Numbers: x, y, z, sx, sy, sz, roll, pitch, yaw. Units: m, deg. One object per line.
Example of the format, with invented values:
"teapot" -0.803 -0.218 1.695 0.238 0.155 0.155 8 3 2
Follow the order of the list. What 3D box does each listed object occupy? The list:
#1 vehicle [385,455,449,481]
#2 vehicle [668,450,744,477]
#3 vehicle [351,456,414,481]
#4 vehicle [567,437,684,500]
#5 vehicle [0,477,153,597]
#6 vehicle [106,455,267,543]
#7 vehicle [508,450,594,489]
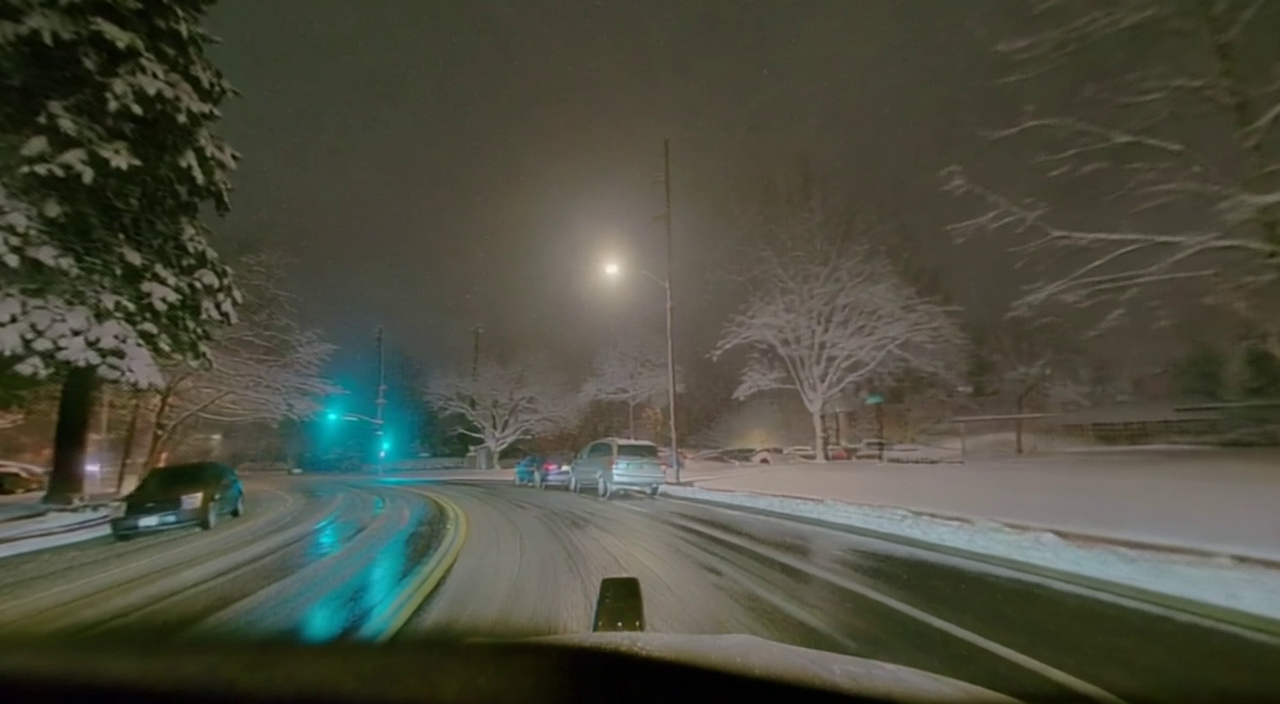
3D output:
"vehicle" -14.004 7.228 39.593 1.884 1.508 4.713 8 -12 -44
"vehicle" 3.766 6.264 35.773 2.218 1.373 4.156 -8 -11 41
"vehicle" -17.692 7.929 43.299 4.789 1.509 2.016 -8 -12 42
"vehicle" -0.639 3.793 21.082 2.289 1.785 4.944 3 -9 -22
"vehicle" -8.344 2.049 6.041 2.876 1.170 6.732 -3 -8 -8
"vehicle" -10.622 3.366 15.240 2.142 1.483 4.629 -2 -7 -23
"vehicle" -4.008 5.101 27.830 2.066 1.509 4.579 5 -10 -31
